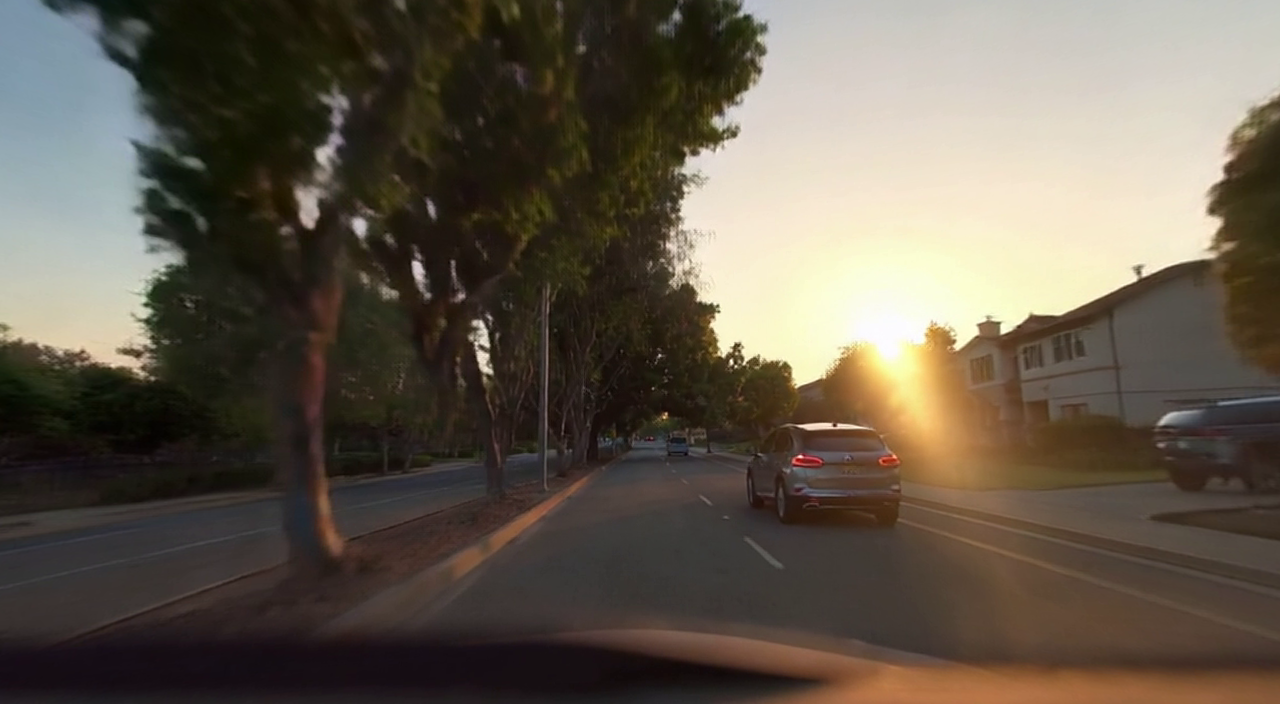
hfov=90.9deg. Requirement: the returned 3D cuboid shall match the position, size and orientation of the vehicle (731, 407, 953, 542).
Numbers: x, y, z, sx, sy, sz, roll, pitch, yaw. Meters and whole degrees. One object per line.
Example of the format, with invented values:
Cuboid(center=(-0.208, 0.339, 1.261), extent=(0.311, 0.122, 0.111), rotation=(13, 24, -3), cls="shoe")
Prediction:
Cuboid(center=(3.005, 1.946, 10.699), extent=(2.180, 1.773, 4.639), rotation=(0, -8, -1), cls="vehicle")
